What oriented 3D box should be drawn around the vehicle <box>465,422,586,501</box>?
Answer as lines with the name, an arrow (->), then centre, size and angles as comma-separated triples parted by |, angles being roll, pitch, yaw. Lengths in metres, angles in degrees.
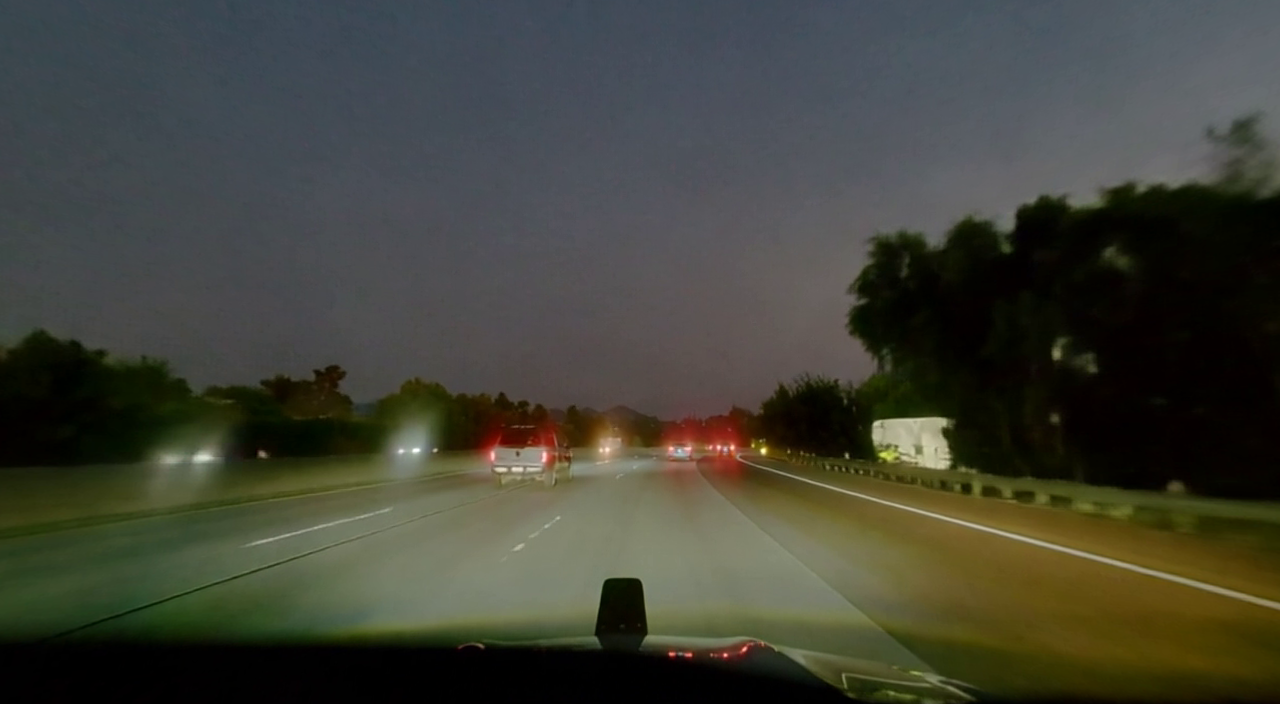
vehicle -> -2.888, 2.931, 17.215 | 2.185, 1.823, 4.854 | 0, -9, 3

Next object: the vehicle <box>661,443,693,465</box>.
vehicle -> 2.583, 7.012, 43.452 | 2.158, 1.458, 3.656 | -1, -9, 5
